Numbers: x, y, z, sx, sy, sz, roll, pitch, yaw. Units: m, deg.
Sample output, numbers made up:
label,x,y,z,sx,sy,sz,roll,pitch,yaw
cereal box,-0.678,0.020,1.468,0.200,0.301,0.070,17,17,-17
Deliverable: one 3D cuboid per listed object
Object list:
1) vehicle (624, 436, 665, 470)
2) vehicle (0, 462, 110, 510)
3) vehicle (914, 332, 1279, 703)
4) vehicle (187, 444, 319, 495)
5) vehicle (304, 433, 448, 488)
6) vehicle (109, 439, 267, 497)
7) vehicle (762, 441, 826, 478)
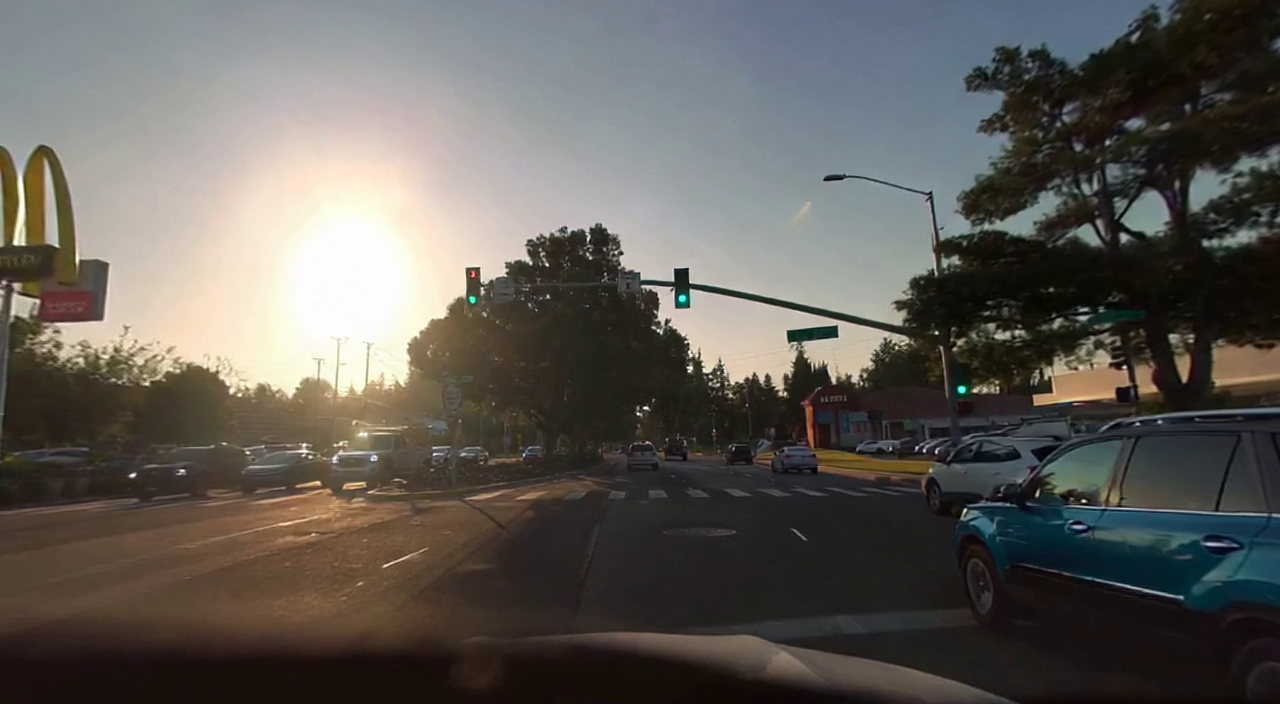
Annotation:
label,x,y,z,sx,sy,sz,roll,pitch,yaw
vehicle,0.213,6.295,39.500,2.402,1.938,4.535,0,-8,-1
vehicle,-21.877,4.705,22.438,1.849,1.442,4.866,0,-8,0
vehicle,3.432,0.915,3.201,2.076,1.716,4.416,0,-8,0
vehicle,-14.085,4.258,23.385,2.015,1.679,4.535,0,-8,-1
vehicle,-10.528,4.398,26.185,2.909,1.956,6.908,0,-8,1
vehicle,-17.805,4.561,25.388,2.152,2.010,5.676,0,-8,-1
vehicle,6.885,4.834,28.656,1.879,1.517,4.006,0,-8,0
